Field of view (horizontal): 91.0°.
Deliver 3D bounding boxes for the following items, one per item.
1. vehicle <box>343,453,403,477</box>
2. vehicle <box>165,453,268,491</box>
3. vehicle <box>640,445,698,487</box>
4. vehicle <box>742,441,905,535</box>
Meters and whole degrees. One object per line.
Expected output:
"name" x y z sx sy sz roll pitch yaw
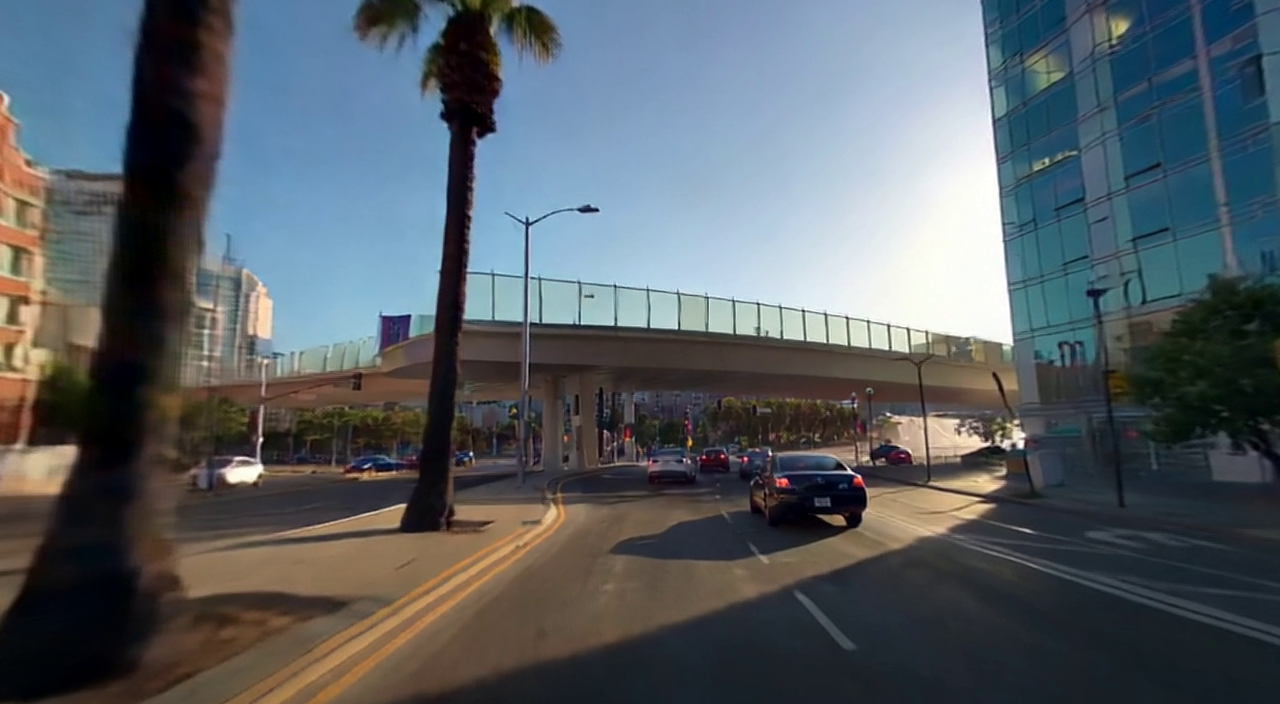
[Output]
"vehicle" -17.371 7.359 41.207 1.912 1.482 4.495 0 -9 1
"vehicle" -19.647 5.559 29.450 1.850 1.590 4.201 0 -9 0
"vehicle" 1.249 4.548 25.386 2.077 1.518 3.760 -1 -9 7
"vehicle" 3.391 2.595 12.797 2.051 1.509 4.933 0 -9 3
